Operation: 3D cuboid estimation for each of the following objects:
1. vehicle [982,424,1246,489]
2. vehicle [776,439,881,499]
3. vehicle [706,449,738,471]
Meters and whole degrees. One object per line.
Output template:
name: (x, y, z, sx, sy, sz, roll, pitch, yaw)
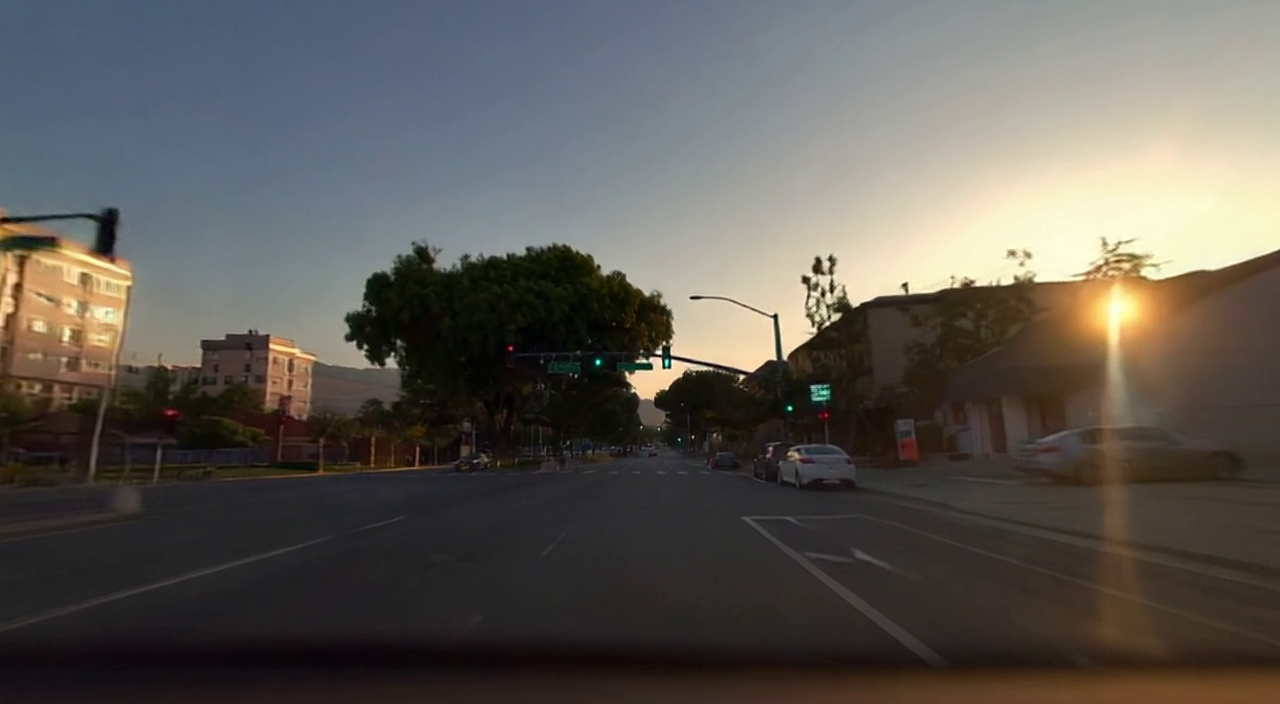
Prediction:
vehicle: (12.224, 2.741, 16.578, 5.237, 1.552, 1.954, -1, -9, 2)
vehicle: (5.922, 3.734, 20.584, 1.845, 1.664, 5.285, 0, -9, 0)
vehicle: (6.368, 8.420, 49.299, 1.955, 1.679, 3.890, 0, -9, 0)
